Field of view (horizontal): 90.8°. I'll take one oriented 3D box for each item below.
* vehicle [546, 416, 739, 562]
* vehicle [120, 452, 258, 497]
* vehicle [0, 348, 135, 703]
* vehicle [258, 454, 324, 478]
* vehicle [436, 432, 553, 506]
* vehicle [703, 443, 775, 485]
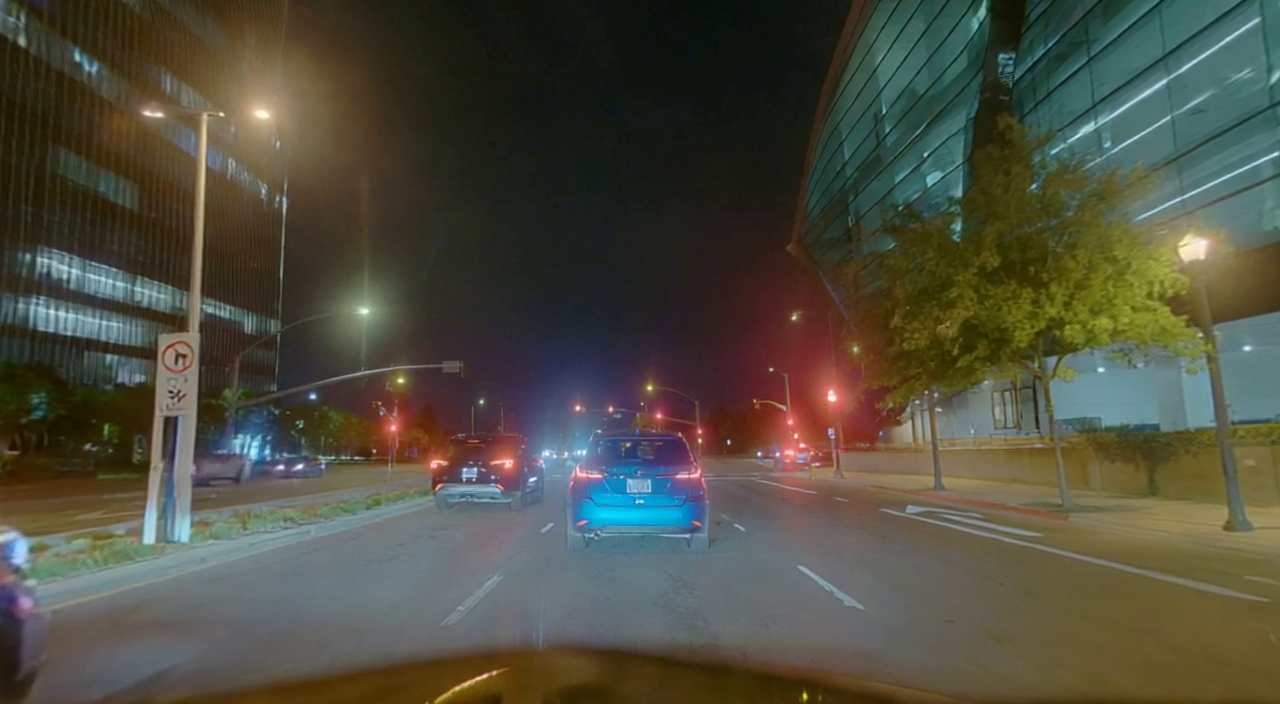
[{"bbox_3d":[0.013,1.885,9.408,2.207,1.659,4.155,0,-8,0],"label":"vehicle"},{"bbox_3d":[-16.516,4.487,23.485,1.826,1.422,4.490,0,-8,0],"label":"vehicle"},{"bbox_3d":[-3.615,0.602,0.934,2.083,1.691,4.398,0,-8,0],"label":"vehicle"},{"bbox_3d":[-23.092,7.542,42.045,1.830,1.454,4.451,0,-8,0],"label":"vehicle"},{"bbox_3d":[-3.620,2.989,16.581,2.068,1.678,4.199,0,-8,0],"label":"vehicle"},{"bbox_3d":[3.709,4.258,24.459,2.082,1.445,4.426,0,-8,0],"label":"vehicle"}]
